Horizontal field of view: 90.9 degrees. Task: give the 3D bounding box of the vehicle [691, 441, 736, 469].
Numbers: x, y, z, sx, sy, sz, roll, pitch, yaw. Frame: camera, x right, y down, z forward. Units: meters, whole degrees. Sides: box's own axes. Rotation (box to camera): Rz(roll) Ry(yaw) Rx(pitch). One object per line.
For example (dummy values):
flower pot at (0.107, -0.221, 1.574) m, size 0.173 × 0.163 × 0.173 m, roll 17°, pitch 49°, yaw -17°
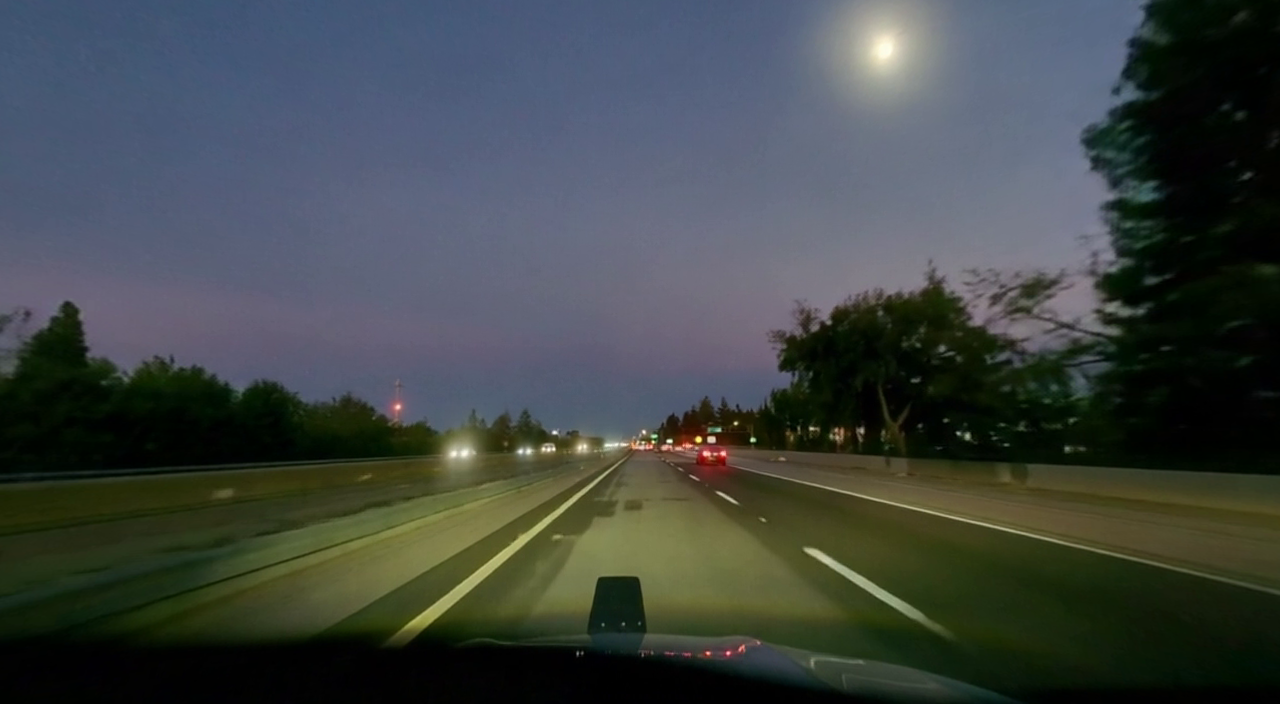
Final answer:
vehicle at (4.223, 6.004, 36.836) m, size 2.062 × 1.518 × 4.026 m, roll 0°, pitch -8°, yaw -1°
